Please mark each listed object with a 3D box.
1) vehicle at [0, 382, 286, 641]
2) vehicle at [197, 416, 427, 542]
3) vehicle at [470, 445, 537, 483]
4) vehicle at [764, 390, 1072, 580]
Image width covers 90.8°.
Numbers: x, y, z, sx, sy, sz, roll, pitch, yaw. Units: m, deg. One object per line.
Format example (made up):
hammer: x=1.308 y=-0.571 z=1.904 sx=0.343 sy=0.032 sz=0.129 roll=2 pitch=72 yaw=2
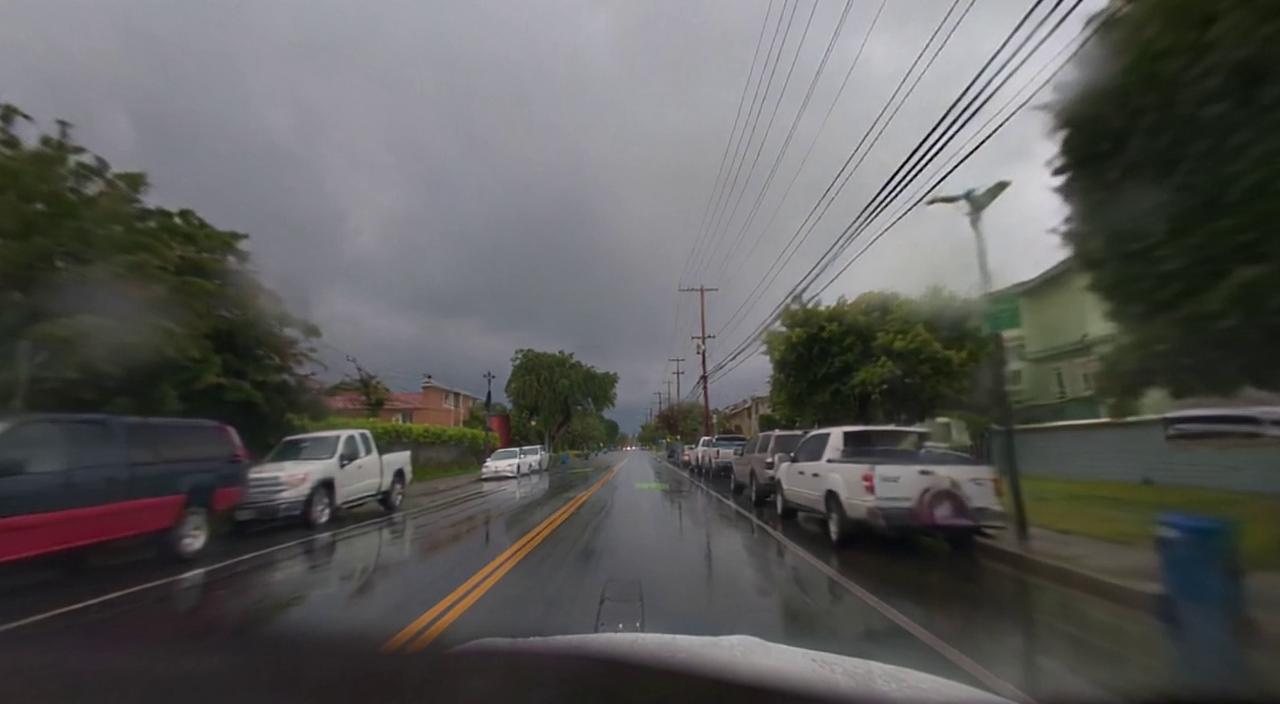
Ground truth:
vehicle: x=-6.479 y=1.537 z=6.744 sx=2.451 sy=2.099 sz=5.112 roll=-1 pitch=-7 yaw=0
vehicle: x=-6.538 y=2.529 z=13.546 sx=2.270 sy=2.098 sz=5.130 roll=-1 pitch=-7 yaw=-1
vehicle: x=-6.563 y=5.436 z=30.948 sx=2.084 sy=1.573 sz=4.599 roll=-2 pitch=-8 yaw=2
vehicle: x=3.419 y=1.779 z=9.310 sx=2.065 sy=1.953 sz=5.359 roll=0 pitch=-9 yaw=0
